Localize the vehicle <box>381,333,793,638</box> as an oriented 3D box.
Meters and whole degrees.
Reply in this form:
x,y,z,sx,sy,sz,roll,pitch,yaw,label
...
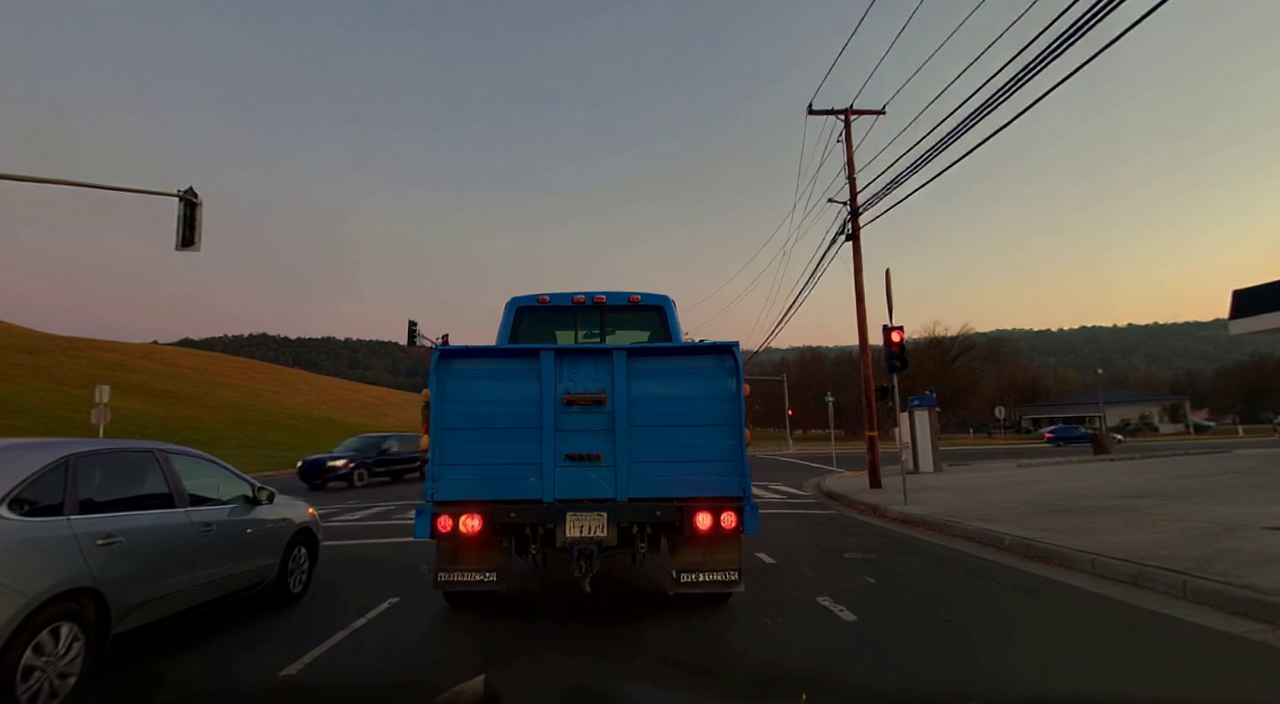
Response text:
x,y,z,sx,sy,sz,roll,pitch,yaw,label
-0.422,1.323,7.209,2.859,2.144,5.406,0,-9,-1,vehicle

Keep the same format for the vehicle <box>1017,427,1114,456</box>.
x,y,z,sx,sy,sz,roll,pitch,yaw,label
25.569,5.395,37.926,4.419,1.496,1.854,-2,-9,1,vehicle

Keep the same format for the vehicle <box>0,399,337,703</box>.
x,y,z,sx,sy,sz,roll,pitch,yaw,label
-3.960,1.188,3.982,2.017,1.555,4.150,-1,-9,0,vehicle
